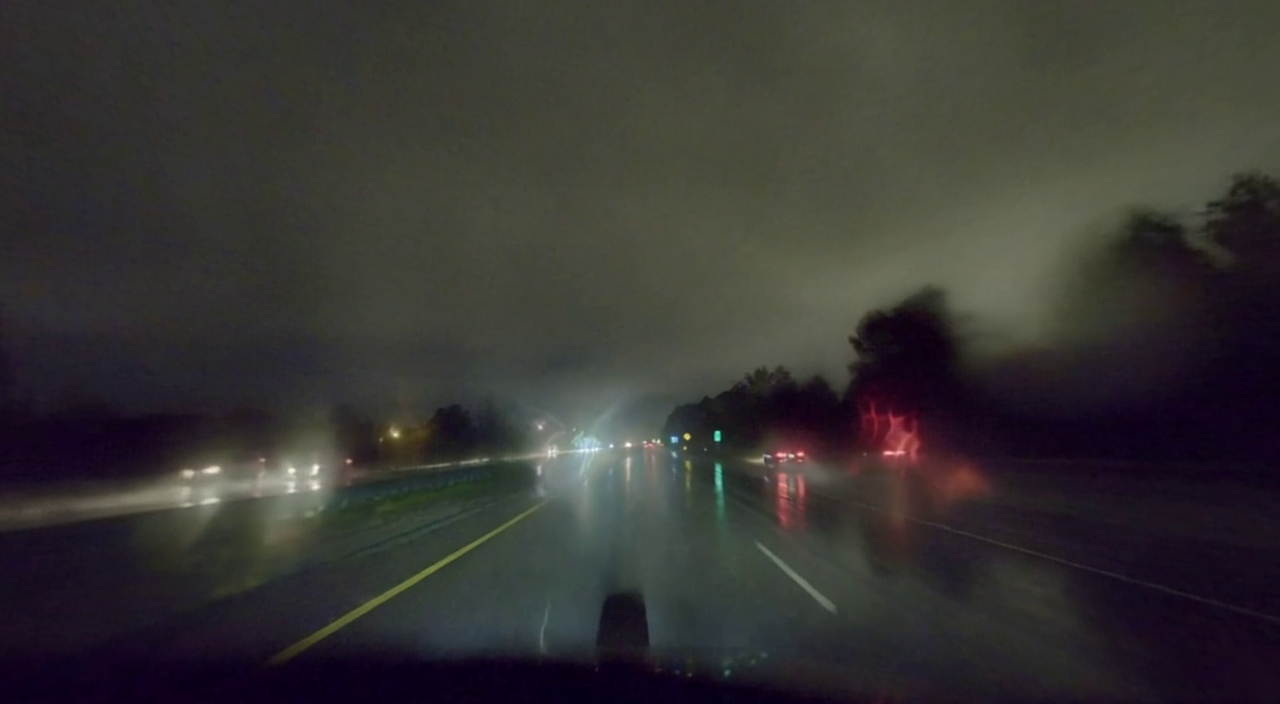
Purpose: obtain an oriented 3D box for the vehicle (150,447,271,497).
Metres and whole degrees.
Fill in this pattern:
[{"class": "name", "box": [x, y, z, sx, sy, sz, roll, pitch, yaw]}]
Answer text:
[{"class": "vehicle", "box": [-32.379, 8.969, 48.150, 3.029, 3.378, 8.481, 0, -8, 1]}]
